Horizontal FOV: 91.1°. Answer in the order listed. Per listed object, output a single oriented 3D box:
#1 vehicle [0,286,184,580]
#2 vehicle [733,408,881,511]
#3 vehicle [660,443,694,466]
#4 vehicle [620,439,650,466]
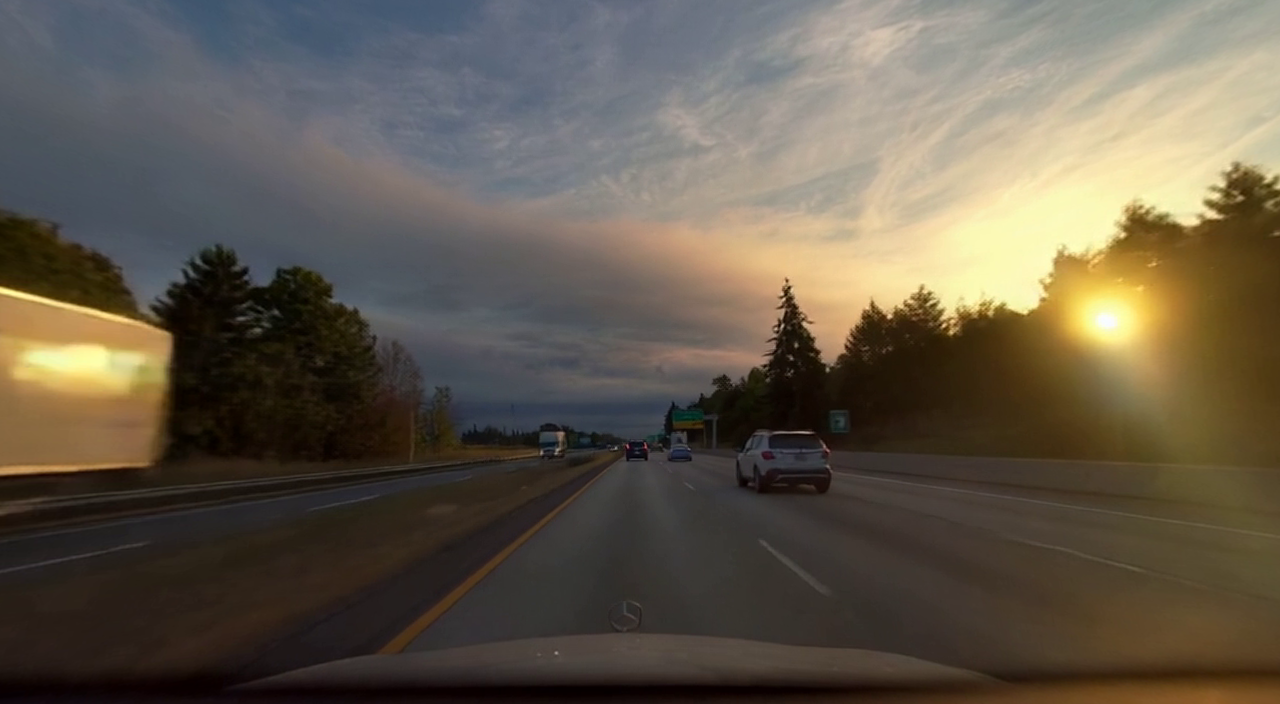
[{"bbox_3d":[-10.609,0.575,5.086,3.462,4.045,14.036,0,-9,-1],"label":"vehicle"},{"bbox_3d":[3.606,2.442,14.621,1.981,1.984,4.623,0,-9,-2],"label":"vehicle"},{"bbox_3d":[2.696,7.599,46.772,2.123,1.620,4.959,0,-9,-1],"label":"vehicle"},{"bbox_3d":[-0.396,7.585,47.691,2.192,1.912,4.524,0,-9,-1],"label":"vehicle"}]
